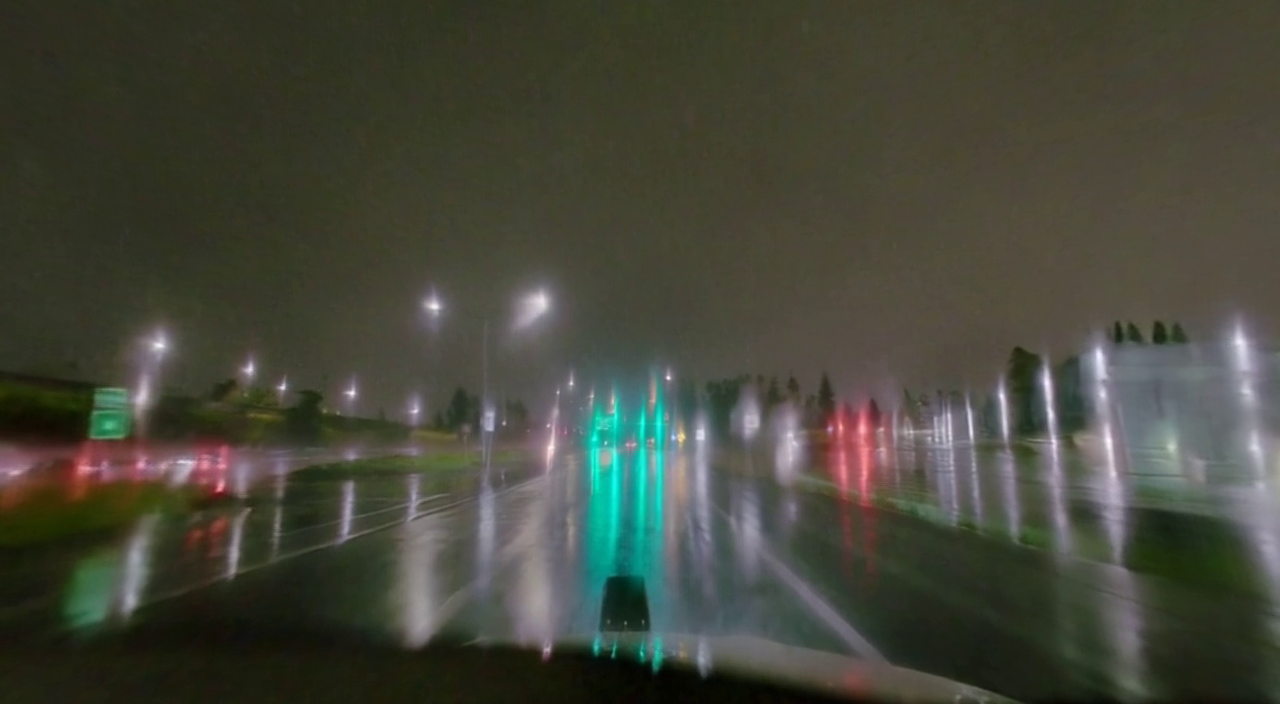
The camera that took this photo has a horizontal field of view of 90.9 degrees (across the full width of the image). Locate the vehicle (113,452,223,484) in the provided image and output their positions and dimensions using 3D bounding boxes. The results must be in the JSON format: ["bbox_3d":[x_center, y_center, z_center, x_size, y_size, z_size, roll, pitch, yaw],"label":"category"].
[{"bbox_3d":[-25.675,6.291,34.368,4.495,1.641,1.966,-1,-8,4],"label":"vehicle"}]

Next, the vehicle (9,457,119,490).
[{"bbox_3d":[-31.612,6.647,34.668,4.260,1.498,1.850,-3,-8,-1],"label":"vehicle"}]
